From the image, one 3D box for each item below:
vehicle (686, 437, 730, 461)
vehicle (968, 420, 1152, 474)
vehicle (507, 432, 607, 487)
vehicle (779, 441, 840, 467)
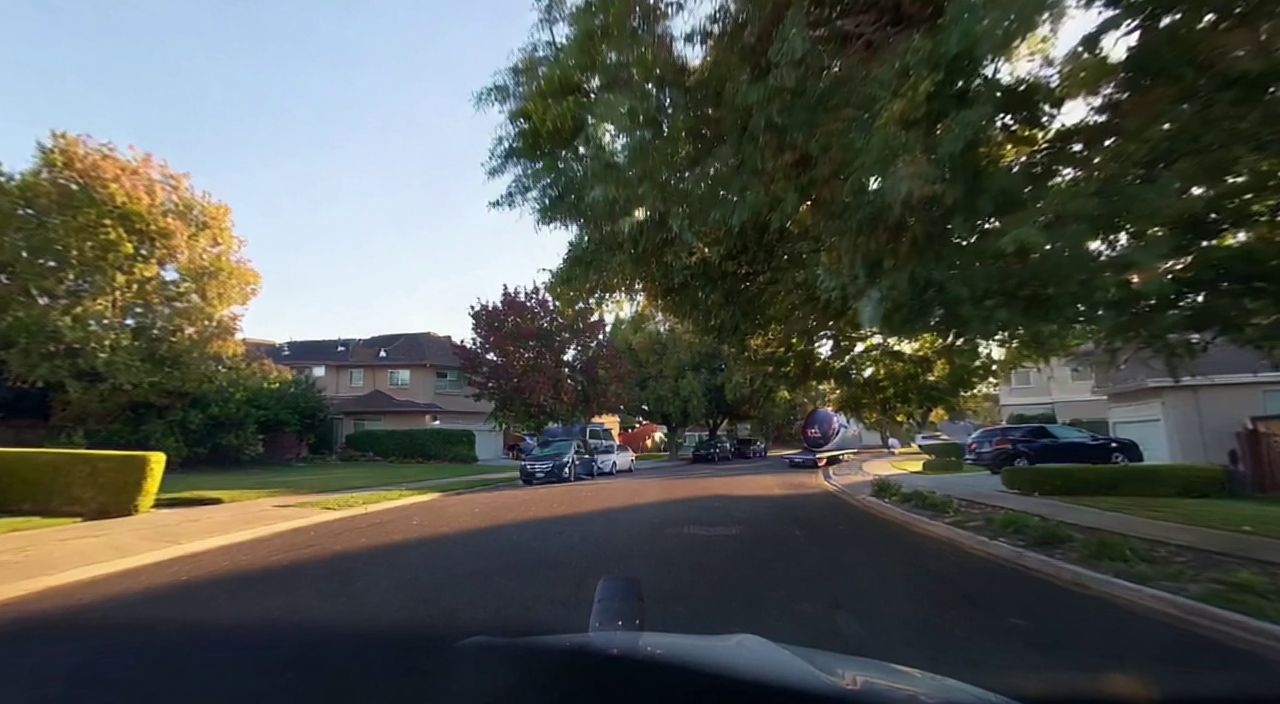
[{"bbox_3d":[5.310,7.492,48.657,2.052,1.745,4.737,-4,-9,23],"label":"vehicle"},{"bbox_3d":[14.505,3.320,22.053,4.789,1.771,2.092,-1,-9,9],"label":"vehicle"},{"bbox_3d":[-2.992,3.995,24.087,2.274,1.784,5.090,-1,-6,11],"label":"vehicle"},{"bbox_3d":[11.134,6.578,40.963,2.804,1.336,6.700,-3,-7,24],"label":"vehicle"}]
